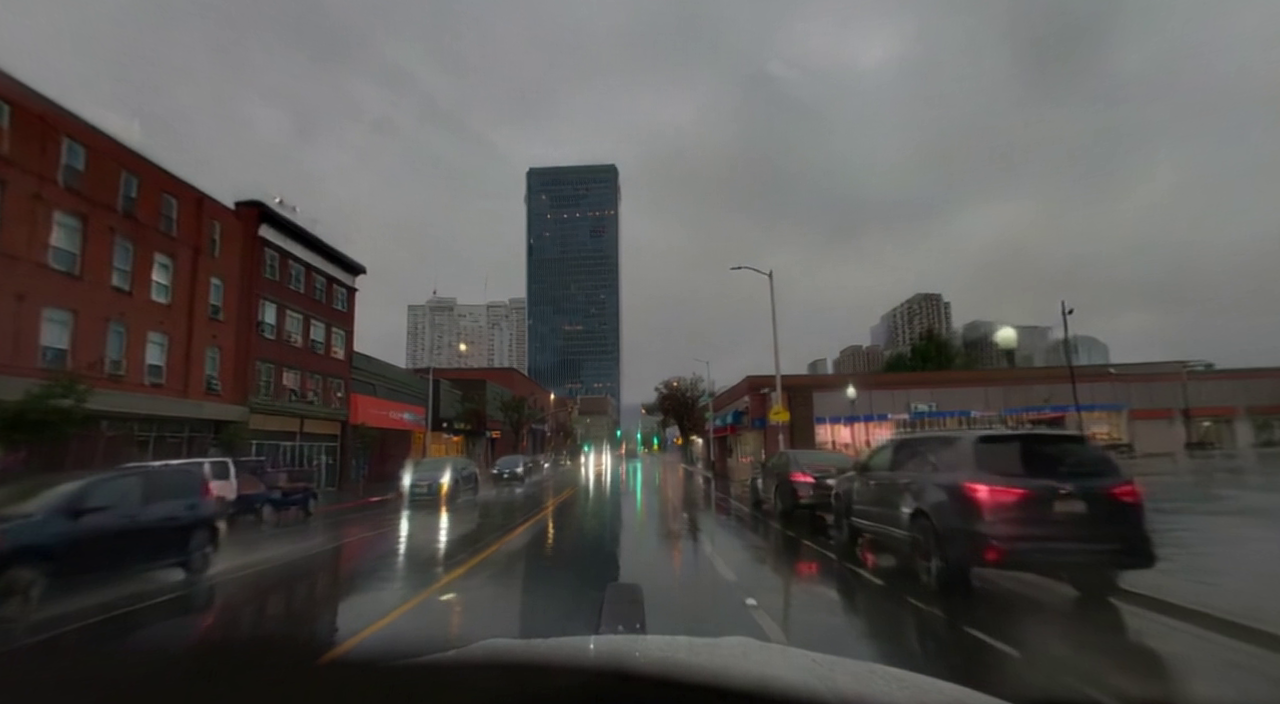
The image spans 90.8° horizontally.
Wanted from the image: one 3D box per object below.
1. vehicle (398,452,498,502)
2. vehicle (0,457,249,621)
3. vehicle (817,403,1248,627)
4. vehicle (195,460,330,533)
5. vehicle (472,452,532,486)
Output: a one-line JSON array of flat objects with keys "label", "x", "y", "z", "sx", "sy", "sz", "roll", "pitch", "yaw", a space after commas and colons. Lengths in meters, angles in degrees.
[{"label": "vehicle", "x": -6.516, "y": 4.270, "z": 22.121, "sx": 1.993, "sy": 1.484, "sz": 4.812, "roll": 0, "pitch": -8, "yaw": 0}, {"label": "vehicle", "x": -7.141, "y": 2.052, "z": 7.494, "sx": 2.009, "sy": 1.488, "sz": 4.650, "roll": 0, "pitch": -8, "yaw": 0}, {"label": "vehicle", "x": 3.810, "y": 1.653, "z": 7.513, "sx": 1.881, "sy": 1.751, "sz": 4.859, "roll": 0, "pitch": -8, "yaw": -2}, {"label": "vehicle", "x": -11.165, "y": 4.239, "z": 18.996, "sx": 1.812, "sy": 1.538, "sz": 3.761, "roll": -3, "pitch": -5, "yaw": 0}, {"label": "vehicle", "x": -6.674, "y": 5.703, "z": 31.146, "sx": 1.962, "sy": 1.475, "sz": 4.580, "roll": 0, "pitch": -8, "yaw": 0}]
